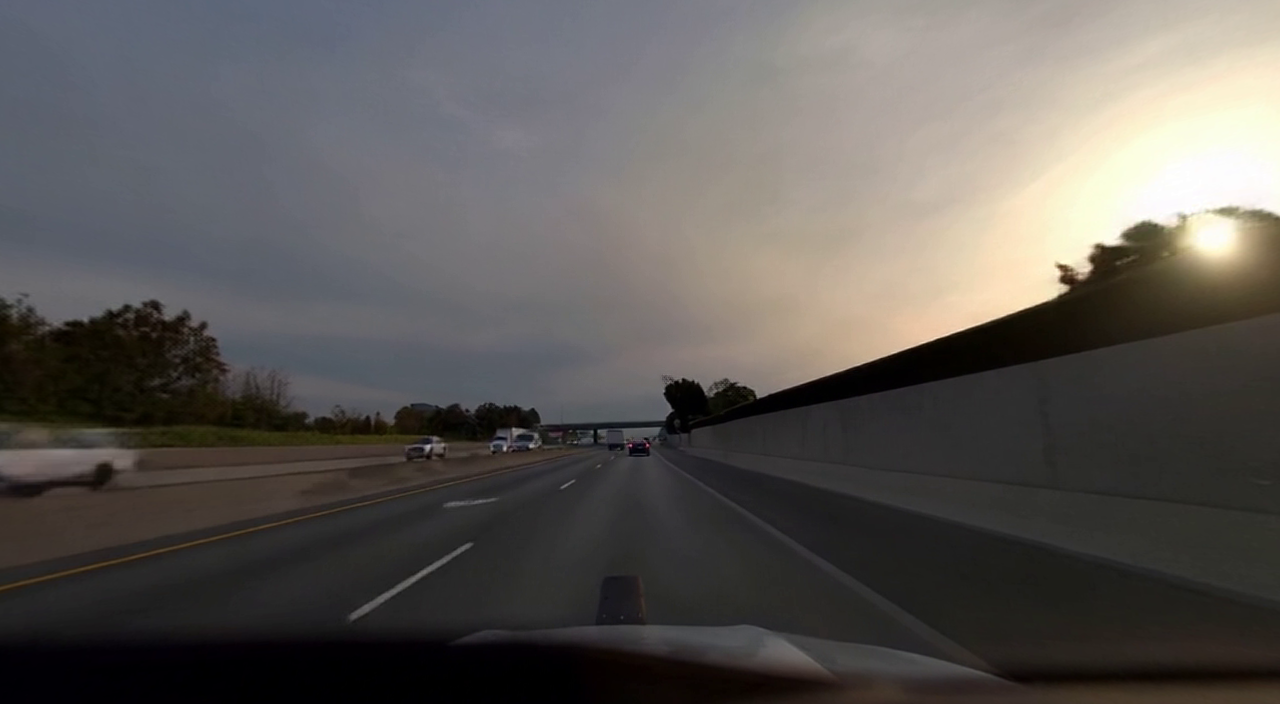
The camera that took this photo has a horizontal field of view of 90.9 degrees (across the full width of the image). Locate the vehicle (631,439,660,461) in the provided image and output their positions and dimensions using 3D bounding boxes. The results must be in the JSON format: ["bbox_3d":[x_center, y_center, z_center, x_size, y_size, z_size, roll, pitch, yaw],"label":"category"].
[{"bbox_3d":[0.370,7.098,45.817,2.030,1.523,4.114,0,-8,0],"label":"vehicle"}]

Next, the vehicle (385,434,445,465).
[{"bbox_3d":[-15.092,6.572,42.502,2.067,1.948,5.164,0,-8,1],"label":"vehicle"}]

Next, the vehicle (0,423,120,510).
[{"bbox_3d":[-14.786,2.539,14.056,2.040,1.854,4.987,0,-8,0],"label":"vehicle"}]
